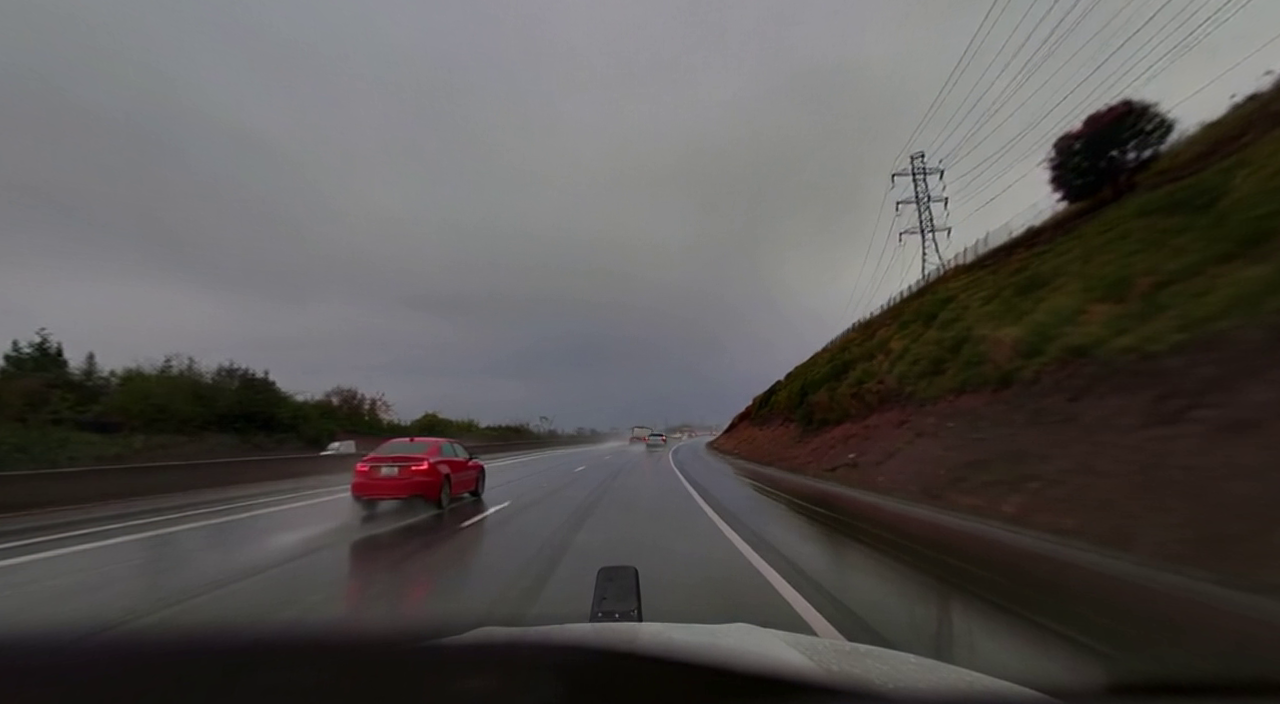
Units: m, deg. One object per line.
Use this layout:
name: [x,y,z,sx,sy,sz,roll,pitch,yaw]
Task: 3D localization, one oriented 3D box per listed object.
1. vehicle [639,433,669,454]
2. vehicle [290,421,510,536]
vehicle: [1.109,6.897,47.552,2.077,1.523,4.206,0,-8,3]
vehicle: [-3.663,1.983,10.610,2.030,1.522,4.250,0,-8,0]
